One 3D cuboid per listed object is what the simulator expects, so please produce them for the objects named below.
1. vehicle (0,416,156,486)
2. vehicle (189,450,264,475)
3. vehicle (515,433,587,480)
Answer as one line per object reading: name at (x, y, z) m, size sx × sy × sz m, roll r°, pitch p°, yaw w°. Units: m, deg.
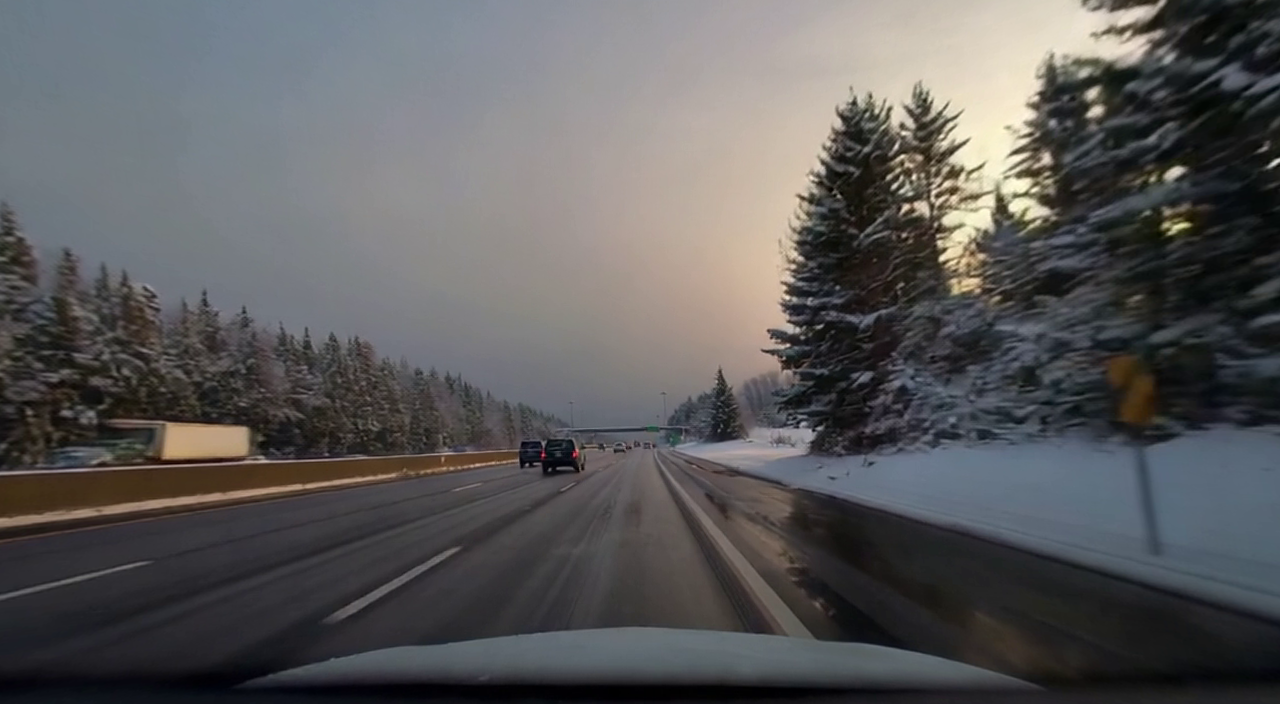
vehicle at (-36.799, 6.450, 41.388) m, size 3.062 × 4.079 × 8.458 m, roll 0°, pitch -9°, yaw 1°
vehicle at (-32.487, 8.685, 49.796) m, size 1.980 × 1.761 × 5.670 m, roll 0°, pitch -9°, yaw 1°
vehicle at (-3.692, 4.442, 27.106) m, size 2.283 × 1.802 × 4.810 m, roll 0°, pitch -9°, yaw 1°
